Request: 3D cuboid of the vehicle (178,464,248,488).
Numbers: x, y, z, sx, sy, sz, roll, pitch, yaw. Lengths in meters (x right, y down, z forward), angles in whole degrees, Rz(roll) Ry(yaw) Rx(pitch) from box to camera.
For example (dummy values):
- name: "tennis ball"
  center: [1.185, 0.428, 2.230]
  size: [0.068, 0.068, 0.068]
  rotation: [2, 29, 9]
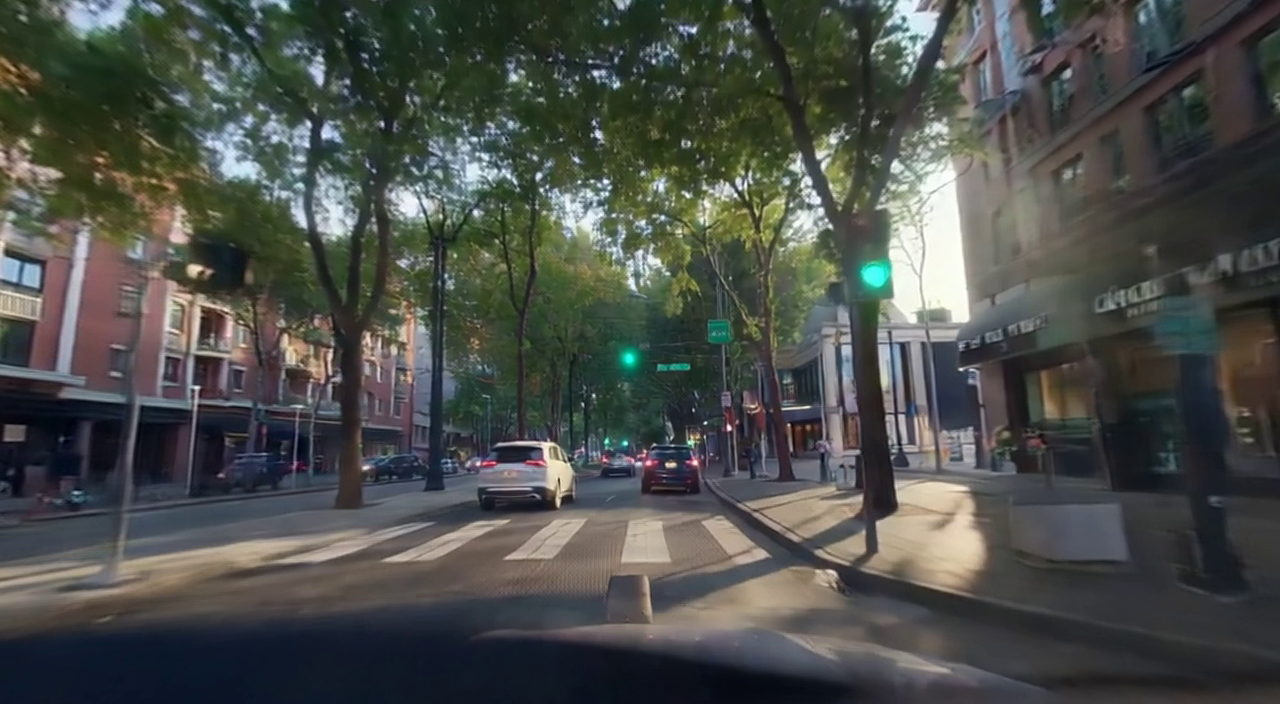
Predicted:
- name: "vehicle"
  center: [-30.265, 8.765, 44.829]
  size: [1.819, 1.446, 4.532]
  rotation: [0, -8, -1]

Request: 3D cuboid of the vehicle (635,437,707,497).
- name: "vehicle"
  center: [0.996, 3.738, 20.856]
  size: [2.120, 1.758, 3.917]
  rotation: [-1, -8, 2]

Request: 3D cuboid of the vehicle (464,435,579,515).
- name: "vehicle"
  center: [-2.779, 2.973, 15.754]
  size: [1.940, 1.722, 3.823]
  rotation: [-1, -8, 3]

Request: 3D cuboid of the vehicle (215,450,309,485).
- name: "vehicle"
  center: [-24.473, 7.462, 41.217]
  size: [2.144, 1.993, 6.287]
  rotation: [0, -8, 1]

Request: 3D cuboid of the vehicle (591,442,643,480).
- name: "vehicle"
  center: [-1.140, 5.738, 33.571]
  size: [2.220, 1.847, 4.587]
  rotation: [-1, -8, 5]
